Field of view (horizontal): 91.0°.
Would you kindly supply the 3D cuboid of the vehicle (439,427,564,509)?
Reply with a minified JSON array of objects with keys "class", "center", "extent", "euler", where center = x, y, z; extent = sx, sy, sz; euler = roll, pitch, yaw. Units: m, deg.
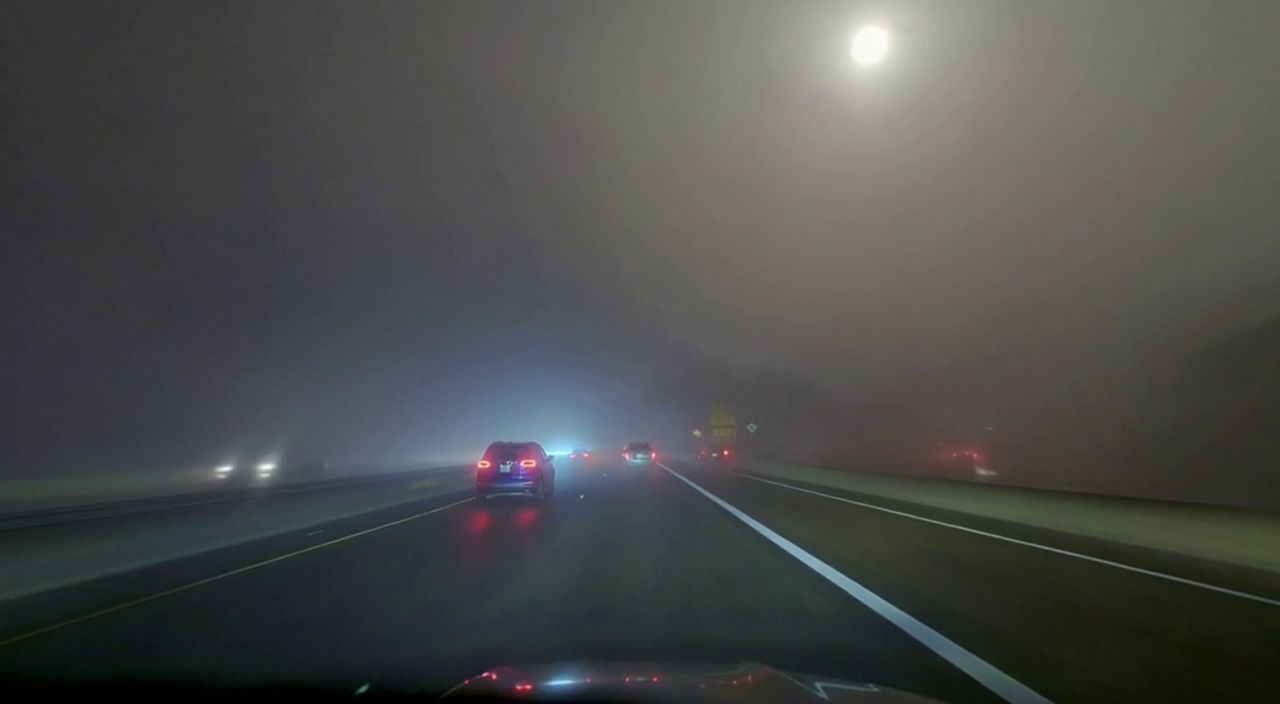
[{"class":"vehicle","center":[-3.264,2.857,15.905],"extent":[2.089,1.751,4.515],"euler":[0,-9,1]}]

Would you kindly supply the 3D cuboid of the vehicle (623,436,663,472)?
[{"class":"vehicle","center":[0.144,5.847,36.333],"extent":[2.155,1.909,4.529],"euler":[0,-9,0]}]

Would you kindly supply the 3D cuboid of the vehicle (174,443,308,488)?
[{"class":"vehicle","center":[-17.998,5.119,28.872],"extent":[2.219,1.821,5.675],"euler":[0,-9,2]}]

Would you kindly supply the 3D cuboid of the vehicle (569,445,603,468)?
[{"class":"vehicle","center":[-3.707,7.236,43.846],"extent":[1.994,1.475,4.171],"euler":[0,-9,0]}]

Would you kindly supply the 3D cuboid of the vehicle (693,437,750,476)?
[{"class":"vehicle","center":[4.025,5.285,32.017],"extent":[2.231,1.807,4.588],"euler":[0,-9,-1]}]
